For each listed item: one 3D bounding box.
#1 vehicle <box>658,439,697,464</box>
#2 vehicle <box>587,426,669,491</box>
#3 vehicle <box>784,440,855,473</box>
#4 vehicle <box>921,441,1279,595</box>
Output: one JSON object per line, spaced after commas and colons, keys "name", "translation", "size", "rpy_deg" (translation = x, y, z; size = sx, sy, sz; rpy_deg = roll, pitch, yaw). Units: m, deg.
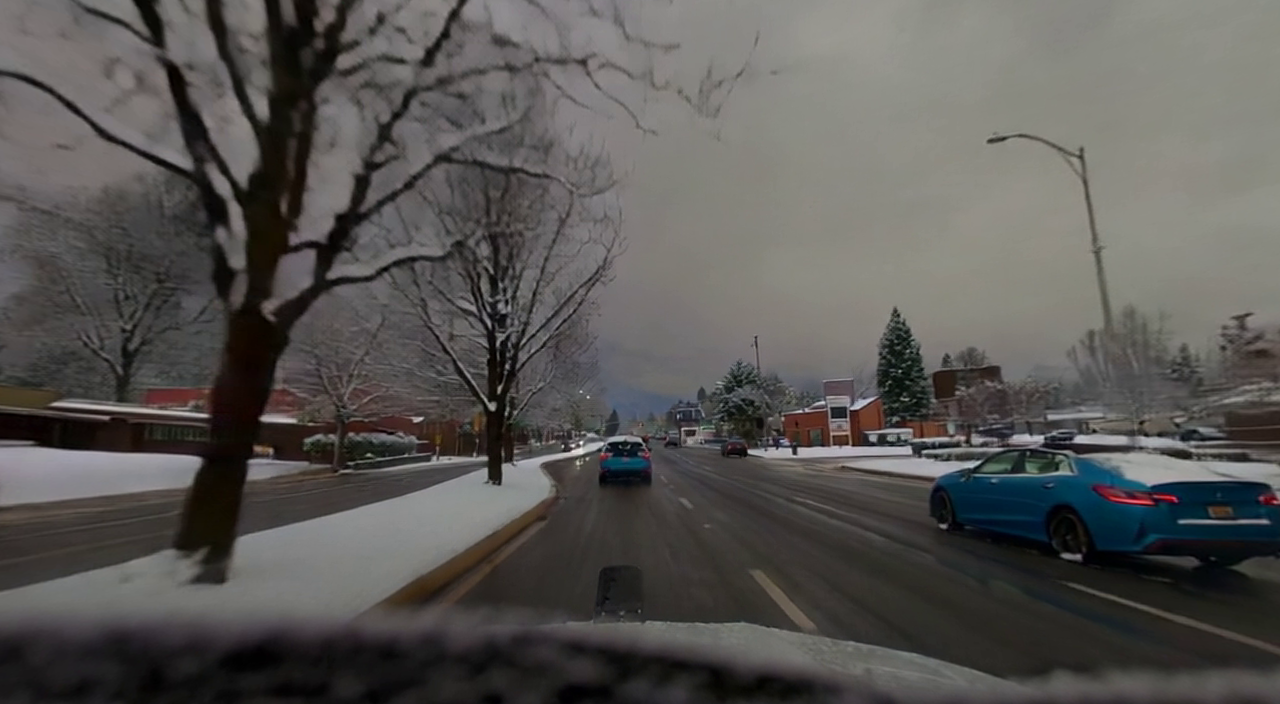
{"name": "vehicle", "translation": [2.299, 6.351, 40.221], "size": [2.078, 1.471, 4.142], "rpy_deg": [0, -9, -2]}
{"name": "vehicle", "translation": [-0.394, 3.249, 19.438], "size": [2.266, 1.762, 4.131], "rpy_deg": [0, -9, -2]}
{"name": "vehicle", "translation": [8.713, 5.113, 31.096], "size": [2.045, 1.484, 4.342], "rpy_deg": [0, -9, -2]}
{"name": "vehicle", "translation": [5.602, 1.774, 7.669], "size": [2.258, 1.294, 4.312], "rpy_deg": [0, -9, -2]}
